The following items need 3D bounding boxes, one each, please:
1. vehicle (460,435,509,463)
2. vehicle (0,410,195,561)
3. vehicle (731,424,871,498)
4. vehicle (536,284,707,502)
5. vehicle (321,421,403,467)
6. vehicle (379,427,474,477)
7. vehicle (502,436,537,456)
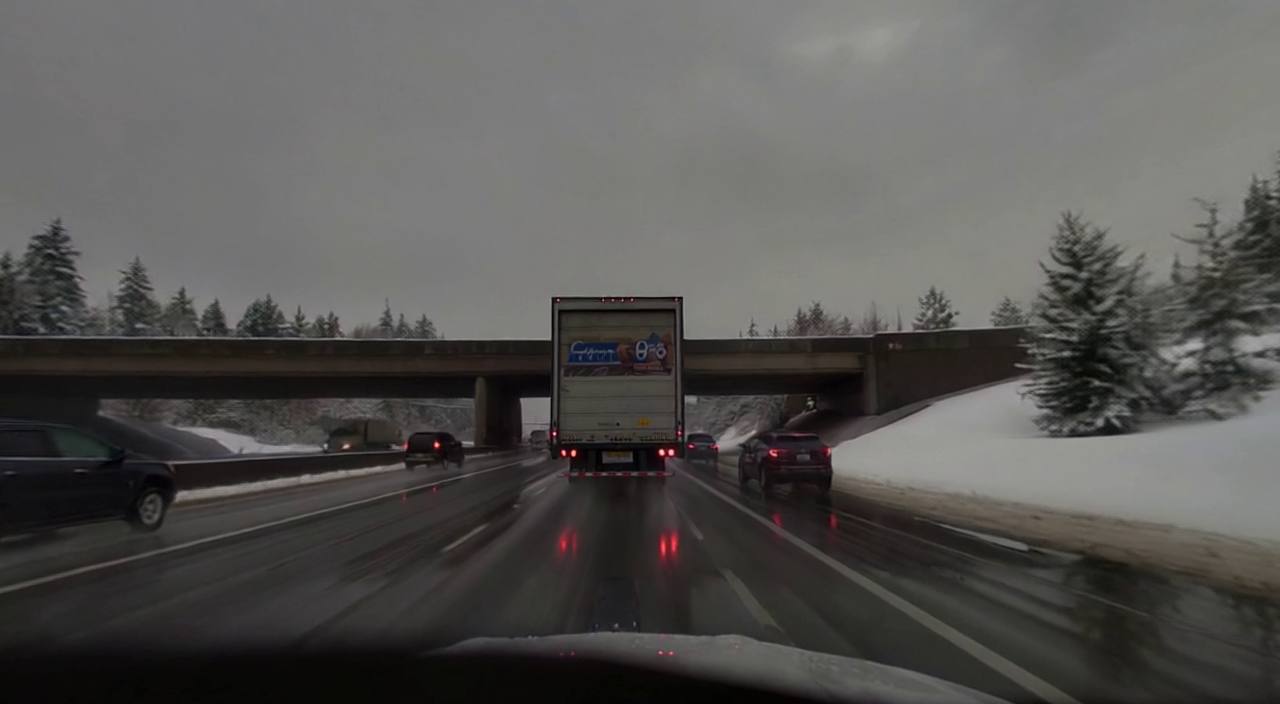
[{"bbox_3d":[-8.740,5.432,35.536,1.845,1.488,3.656,0,-8,0],"label":"vehicle"},{"bbox_3d":[-8.134,1.595,7.796,2.048,1.652,4.421,0,-8,-2],"label":"vehicle"},{"bbox_3d":[3.652,2.551,15.244,2.003,1.519,4.580,0,-8,-3],"label":"vehicle"},{"bbox_3d":[-0.514,1.343,15.858,2.911,3.787,9.905,0,-8,-2],"label":"vehicle"},{"bbox_3d":[-16.482,5.479,37.679,2.270,2.482,5.811,0,-8,0],"label":"vehicle"},{"bbox_3d":[-7.957,3.759,23.994,2.057,1.698,4.550,0,-8,0],"label":"vehicle"},{"bbox_3d":[-8.969,7.004,46.977,1.928,1.474,3.588,0,-8,0],"label":"vehicle"}]
